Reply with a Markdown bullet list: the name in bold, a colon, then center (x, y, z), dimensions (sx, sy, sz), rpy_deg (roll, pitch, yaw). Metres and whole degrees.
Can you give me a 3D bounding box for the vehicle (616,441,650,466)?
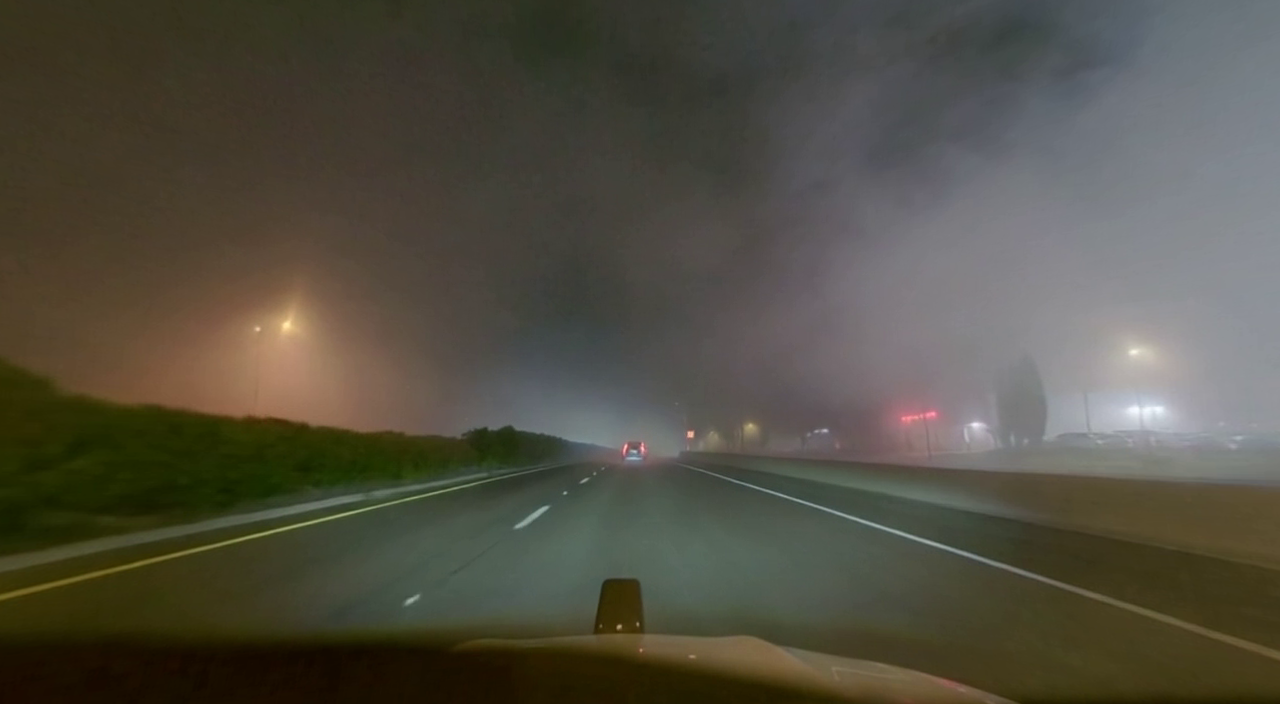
- **vehicle**: center (-0.448, 6.706, 41.620), dimensions (2.110, 1.555, 4.431), rpy_deg (1, -9, 0)
